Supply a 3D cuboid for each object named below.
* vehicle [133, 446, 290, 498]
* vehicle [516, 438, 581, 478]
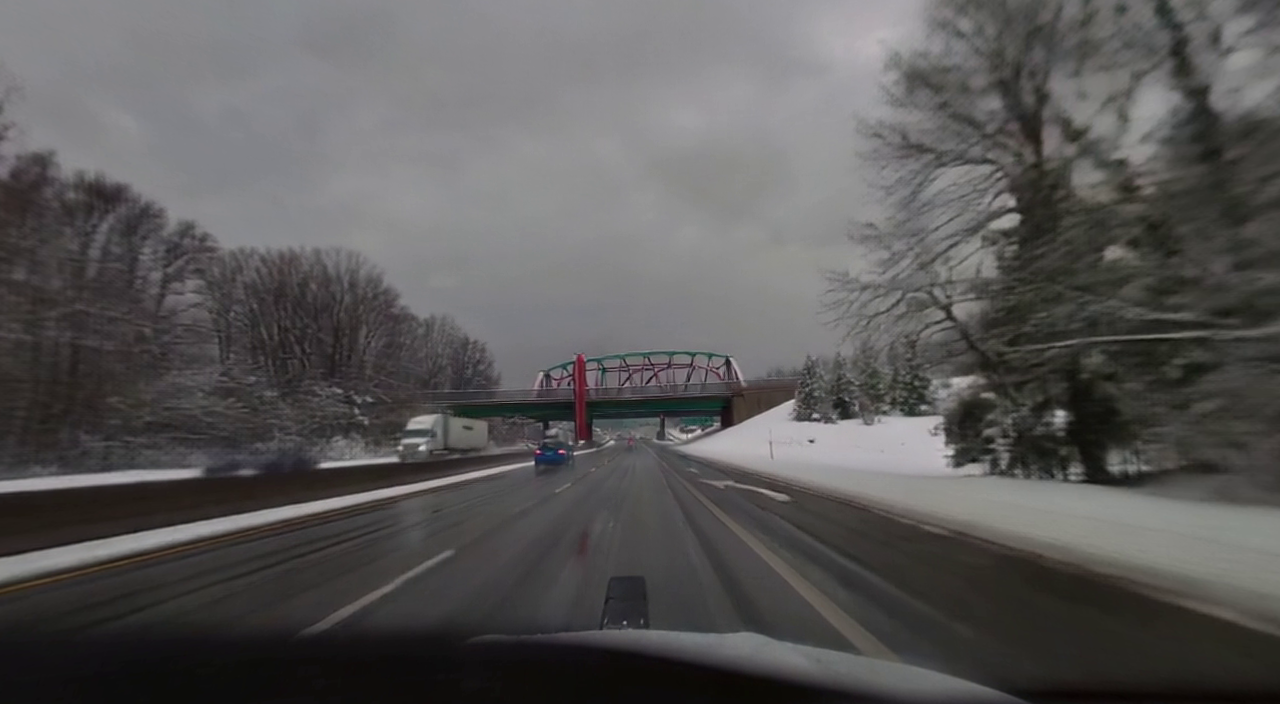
[{"bbox_3d":[-13.907,3.881,20.794,1.924,1.530,4.565,0,-9,1],"label":"vehicle"},{"bbox_3d":[-3.777,4.449,26.632,2.052,1.556,4.405,0,-8,0],"label":"vehicle"}]
